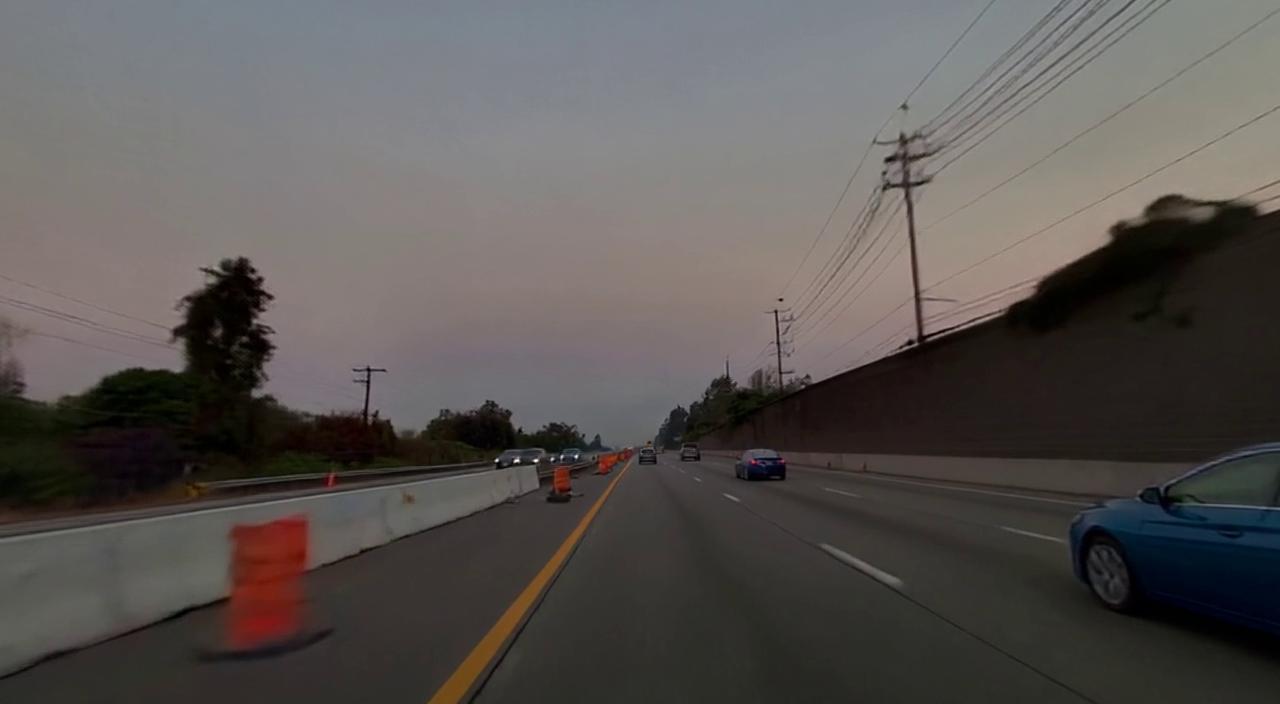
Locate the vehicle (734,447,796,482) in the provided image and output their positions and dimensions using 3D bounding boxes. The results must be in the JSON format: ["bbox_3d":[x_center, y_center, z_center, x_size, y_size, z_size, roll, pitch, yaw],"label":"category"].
[{"bbox_3d":[5.493,4.963,28.214,1.881,1.409,4.016,0,-8,-1],"label":"vehicle"}]

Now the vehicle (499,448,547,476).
[{"bbox_3d":[-7.356,6.942,40.137,1.941,1.594,4.791,0,-8,2],"label":"vehicle"}]

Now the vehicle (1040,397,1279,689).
[{"bbox_3d":[4.472,0.994,3.152,1.997,1.568,4.529,0,-8,1],"label":"vehicle"}]

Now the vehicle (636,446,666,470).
[{"bbox_3d":[0.771,7.653,45.783,2.096,1.583,4.150,0,-8,0],"label":"vehicle"}]
